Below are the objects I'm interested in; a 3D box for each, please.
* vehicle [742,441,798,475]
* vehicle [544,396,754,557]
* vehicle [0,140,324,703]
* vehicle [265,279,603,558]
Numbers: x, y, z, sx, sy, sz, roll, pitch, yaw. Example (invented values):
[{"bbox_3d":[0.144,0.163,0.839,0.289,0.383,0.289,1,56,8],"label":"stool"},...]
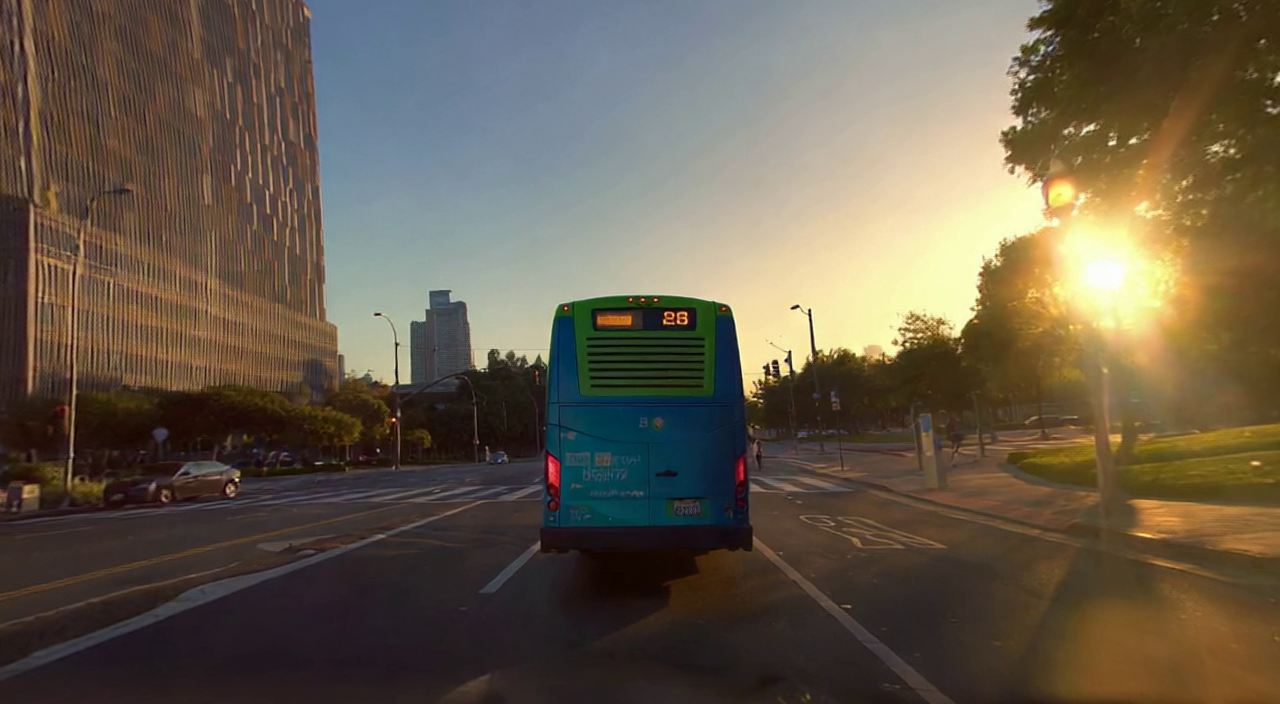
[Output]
[{"bbox_3d":[6.197,5.088,30.448,1.919,1.529,4.059,0,-9,1],"label":"vehicle"},{"bbox_3d":[0.130,1.815,9.767,2.500,1.912,4.270,0,-9,1],"label":"vehicle"},{"bbox_3d":[-2.758,0.329,0.217,2.329,2.089,5.659,0,-9,0],"label":"vehicle"},{"bbox_3d":[-2.907,1.798,14.586,3.042,3.445,13.615,0,-9,1],"label":"vehicle"}]
